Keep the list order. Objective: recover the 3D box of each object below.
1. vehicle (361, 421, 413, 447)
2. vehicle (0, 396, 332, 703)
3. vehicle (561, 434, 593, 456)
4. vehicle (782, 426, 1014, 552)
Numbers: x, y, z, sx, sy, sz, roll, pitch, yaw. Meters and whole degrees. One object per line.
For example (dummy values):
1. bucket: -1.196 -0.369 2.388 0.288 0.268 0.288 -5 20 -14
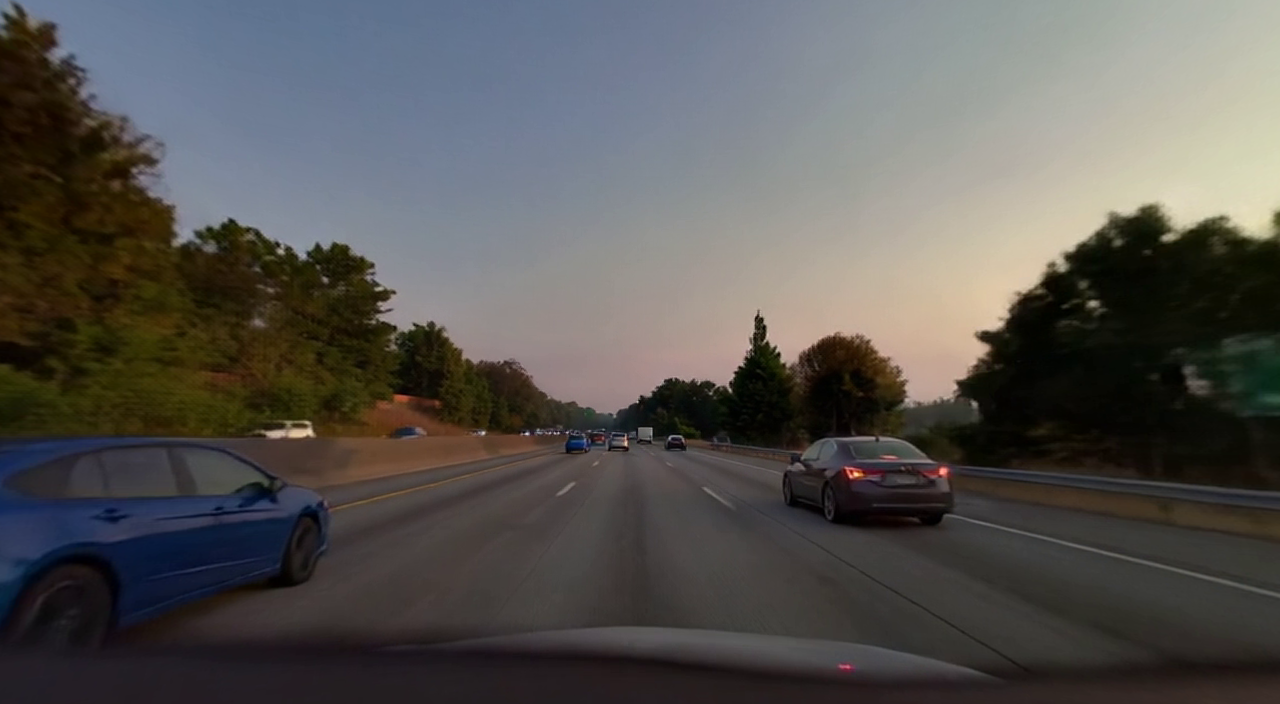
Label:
1. vehicle: -14.195 4.635 35.530 1.587 1.408 3.375 0 -8 -1
2. vehicle: -3.948 1.056 3.497 2.032 1.535 4.889 0 -8 0
3. vehicle: -4.518 6.708 45.617 1.941 1.529 4.111 0 -8 -1
4. vehicle: 3.640 1.954 9.771 1.883 1.536 3.792 0 -8 -2
